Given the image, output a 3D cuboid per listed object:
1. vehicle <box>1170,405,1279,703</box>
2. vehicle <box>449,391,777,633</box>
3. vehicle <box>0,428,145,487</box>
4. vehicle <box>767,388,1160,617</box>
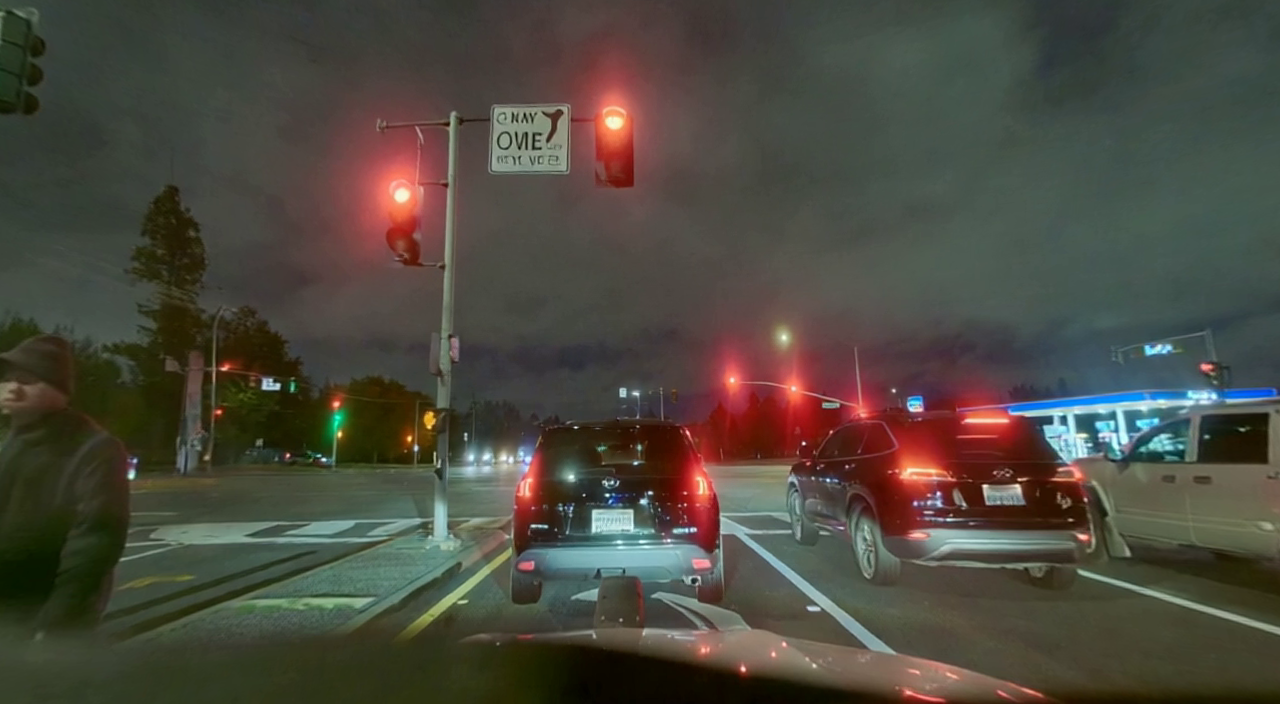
[{"bbox_3d":[3.098,0.618,0.159,1.965,1.460,4.581,0,-9,1],"label":"vehicle"},{"bbox_3d":[-0.191,1.498,6.928,2.351,1.733,4.616,0,-9,0],"label":"vehicle"},{"bbox_3d":[-28.972,5.217,31.436,6.772,2.769,2.305,-1,-9,3],"label":"vehicle"},{"bbox_3d":[3.001,1.508,7.250,2.060,1.783,4.411,0,-9,-1],"label":"vehicle"}]
